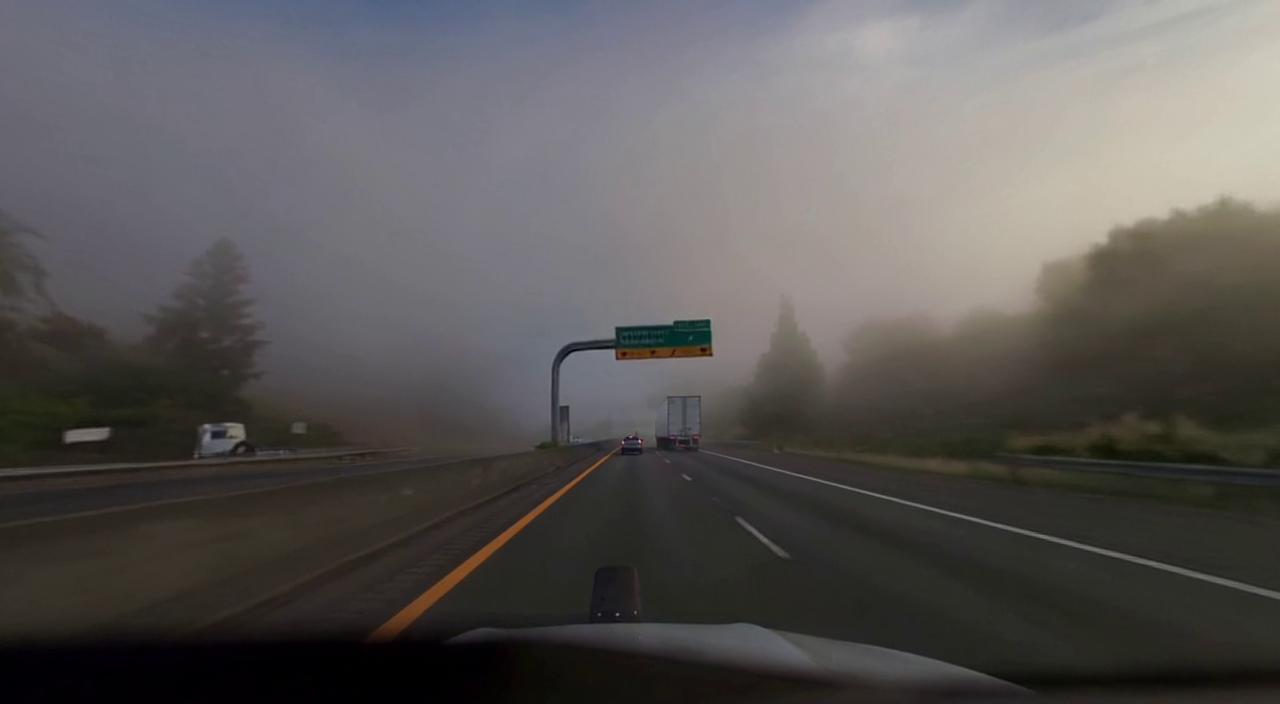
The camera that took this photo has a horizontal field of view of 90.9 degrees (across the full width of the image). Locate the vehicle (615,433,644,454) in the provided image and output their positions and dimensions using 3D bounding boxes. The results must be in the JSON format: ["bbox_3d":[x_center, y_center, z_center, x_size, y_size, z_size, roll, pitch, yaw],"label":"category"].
[{"bbox_3d":[-0.807,6.879,47.513,2.095,1.557,3.963,0,-8,-1],"label":"vehicle"}]
